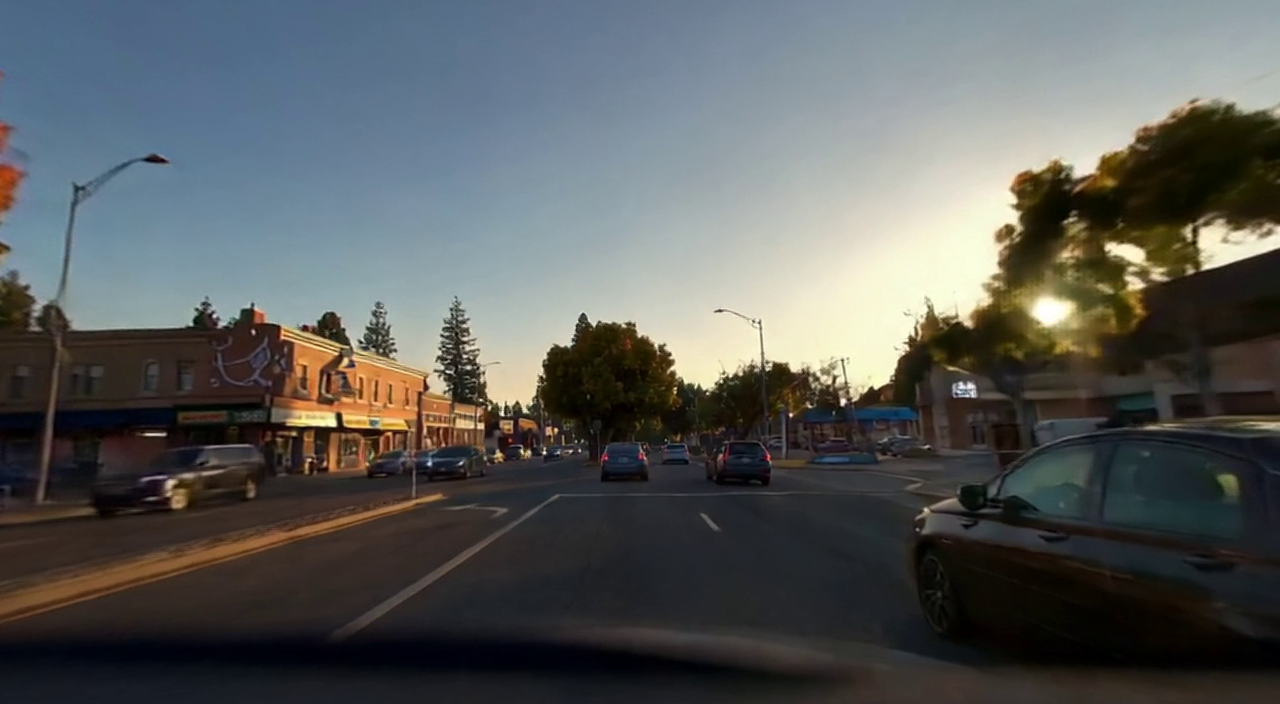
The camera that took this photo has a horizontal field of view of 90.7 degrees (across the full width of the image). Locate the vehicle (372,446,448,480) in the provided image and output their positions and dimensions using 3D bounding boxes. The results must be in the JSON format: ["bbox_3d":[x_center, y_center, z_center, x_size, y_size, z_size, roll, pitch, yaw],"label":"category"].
[{"bbox_3d":[-11.779,5.696,32.754,2.117,1.592,4.660,0,-9,1],"label":"vehicle"}]

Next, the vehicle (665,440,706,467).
[{"bbox_3d":[2.708,6.212,38.802,2.098,1.527,3.966,0,-9,-2],"label":"vehicle"}]

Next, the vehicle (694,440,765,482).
[{"bbox_3d":[3.351,4.167,24.483,2.060,1.471,4.168,0,-9,-1],"label":"vehicle"}]

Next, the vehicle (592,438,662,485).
[{"bbox_3d":[-0.471,3.861,22.626,2.232,1.508,4.319,0,-9,-1],"label":"vehicle"}]

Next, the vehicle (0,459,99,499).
[{"bbox_3d":[-25.263,5.171,25.920,4.673,1.481,1.995,-2,-9,8],"label":"vehicle"}]

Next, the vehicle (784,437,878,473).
[{"bbox_3d":[9.867,5.389,33.056,4.464,1.755,2.236,-2,-9,14],"label":"vehicle"}]

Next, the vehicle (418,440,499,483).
[{"bbox_3d":[-7.484,4.544,26.561,2.085,1.610,4.085,-1,-9,1],"label":"vehicle"}]

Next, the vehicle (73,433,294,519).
[{"bbox_3d":[-11.574,3.153,16.659,2.107,1.892,4.908,0,-9,0],"label":"vehicle"}]

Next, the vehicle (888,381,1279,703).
[{"bbox_3d":[3.212,1.001,3.145,2.097,1.502,4.470,0,-9,-1],"label":"vehicle"}]
